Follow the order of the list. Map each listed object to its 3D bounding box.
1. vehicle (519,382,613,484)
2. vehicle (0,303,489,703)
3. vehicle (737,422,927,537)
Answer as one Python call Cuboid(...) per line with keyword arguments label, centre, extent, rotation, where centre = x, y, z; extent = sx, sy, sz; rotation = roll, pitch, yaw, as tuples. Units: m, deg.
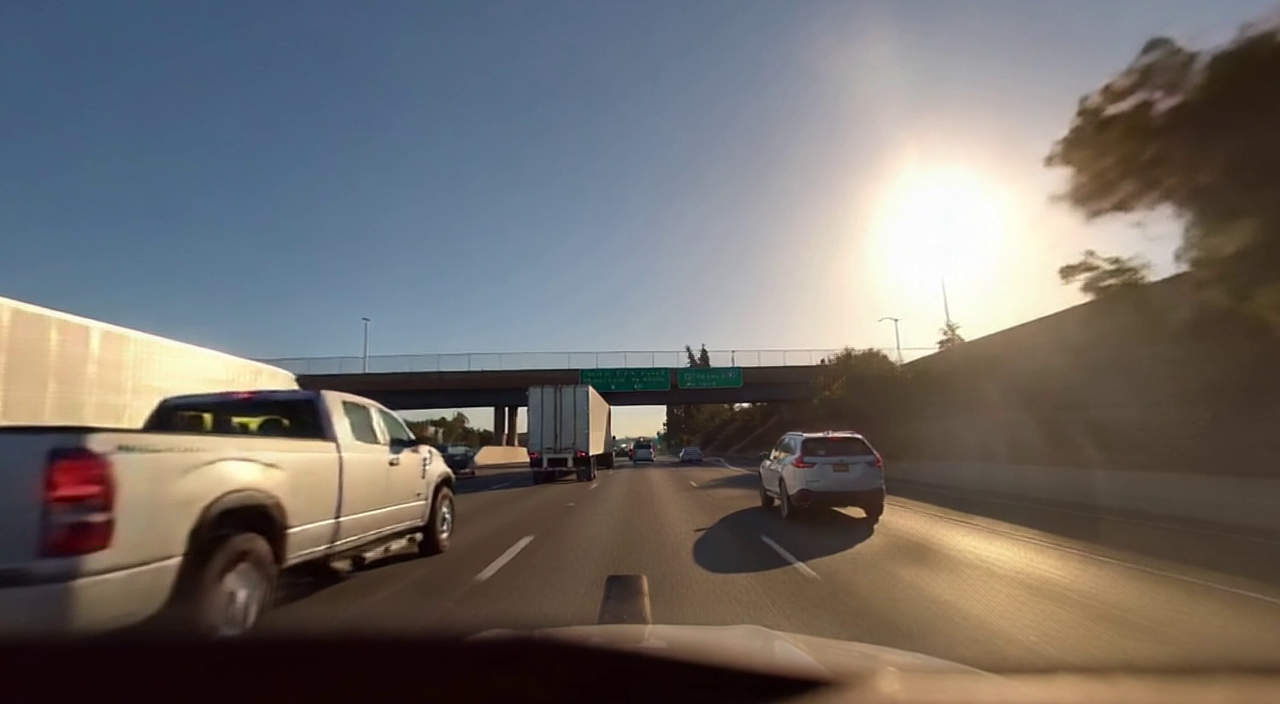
Cuboid(label="vehicle", centre=(-3.325, 4.420, 33.343), extent=(2.869, 4.108, 15.564), rotation=(0, -9, 1))
Cuboid(label="vehicle", centre=(-3.570, 1.275, 5.865), extent=(2.645, 2.023, 6.491), rotation=(0, -9, 1))
Cuboid(label="vehicle", centre=(3.149, 2.194, 11.459), extent=(2.028, 1.658, 4.334), rotation=(0, -9, -1))
